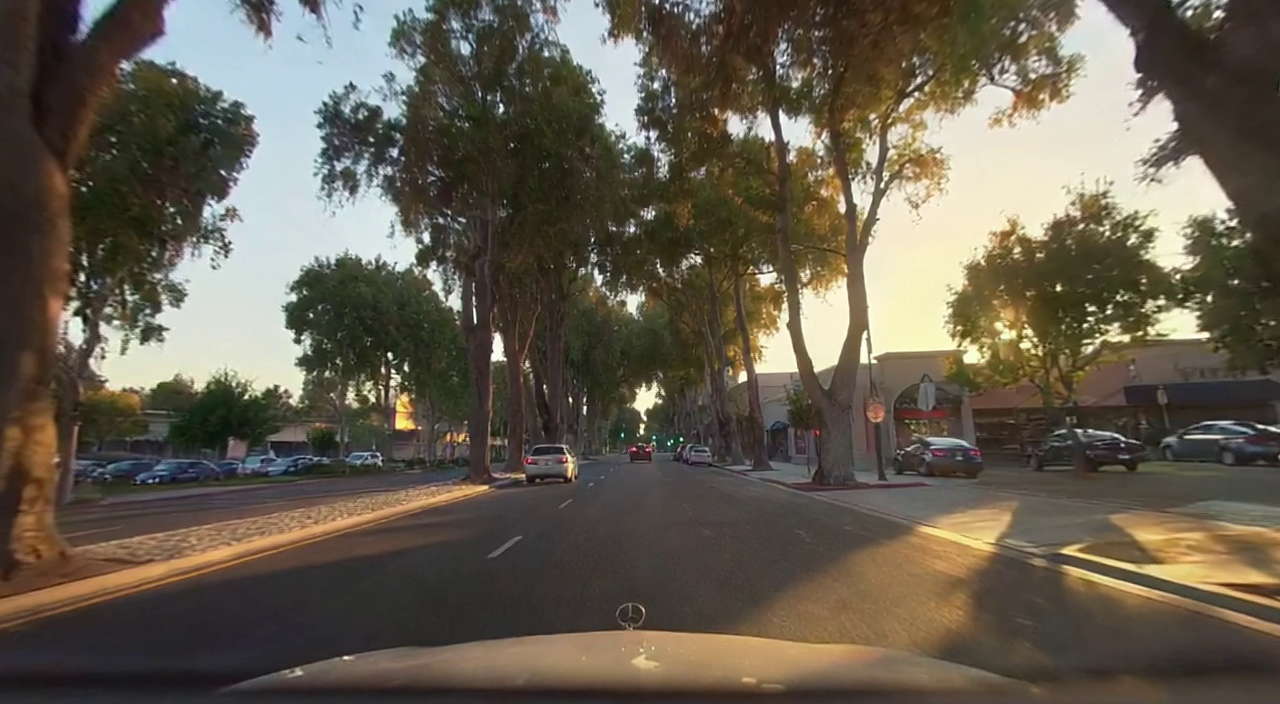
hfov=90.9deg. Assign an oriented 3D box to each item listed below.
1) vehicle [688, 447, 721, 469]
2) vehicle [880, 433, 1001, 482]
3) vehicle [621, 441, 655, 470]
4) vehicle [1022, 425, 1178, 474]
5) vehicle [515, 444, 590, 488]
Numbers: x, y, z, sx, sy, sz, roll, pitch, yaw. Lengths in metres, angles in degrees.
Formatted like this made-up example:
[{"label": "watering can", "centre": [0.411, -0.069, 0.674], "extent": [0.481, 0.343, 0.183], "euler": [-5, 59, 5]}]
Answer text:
[{"label": "vehicle", "centre": [4.543, 7.551, 45.115], "extent": [1.896, 1.451, 4.329], "euler": [0, -9, 0]}, {"label": "vehicle", "centre": [10.254, 3.637, 21.956], "extent": [1.998, 1.494, 4.411], "euler": [0, -9, -1]}, {"label": "vehicle", "centre": [-0.153, 6.584, 40.301], "extent": [2.075, 1.770, 4.018], "euler": [0, -9, -1]}, {"label": "vehicle", "centre": [15.515, 3.340, 21.637], "extent": [2.000, 1.494, 4.382], "euler": [0, -9, 0]}, {"label": "vehicle", "centre": [-3.214, 4.314, 24.246], "extent": [2.151, 1.484, 4.468], "euler": [0, -9, 1]}]
